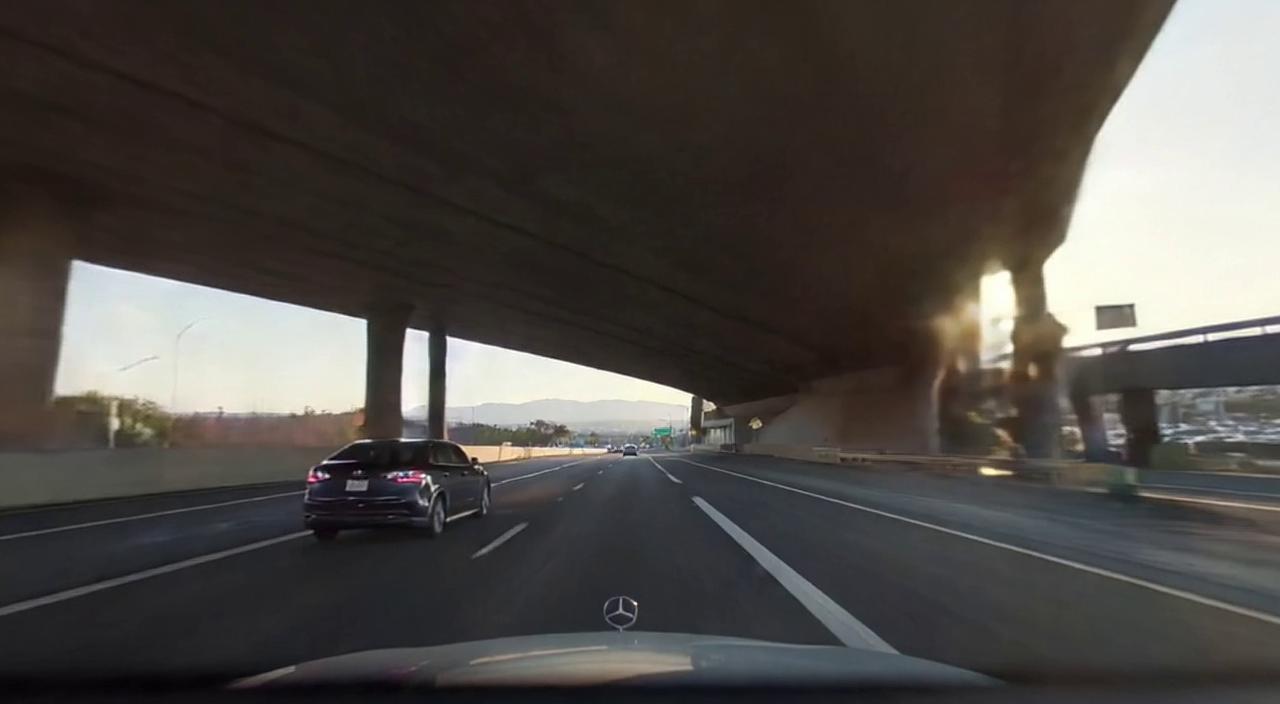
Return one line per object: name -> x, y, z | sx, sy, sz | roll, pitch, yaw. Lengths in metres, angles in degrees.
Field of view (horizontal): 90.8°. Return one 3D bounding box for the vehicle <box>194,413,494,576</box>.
vehicle -> -3.649, 1.835, 8.939 | 2.178, 1.699, 4.321 | 0, -8, -1
